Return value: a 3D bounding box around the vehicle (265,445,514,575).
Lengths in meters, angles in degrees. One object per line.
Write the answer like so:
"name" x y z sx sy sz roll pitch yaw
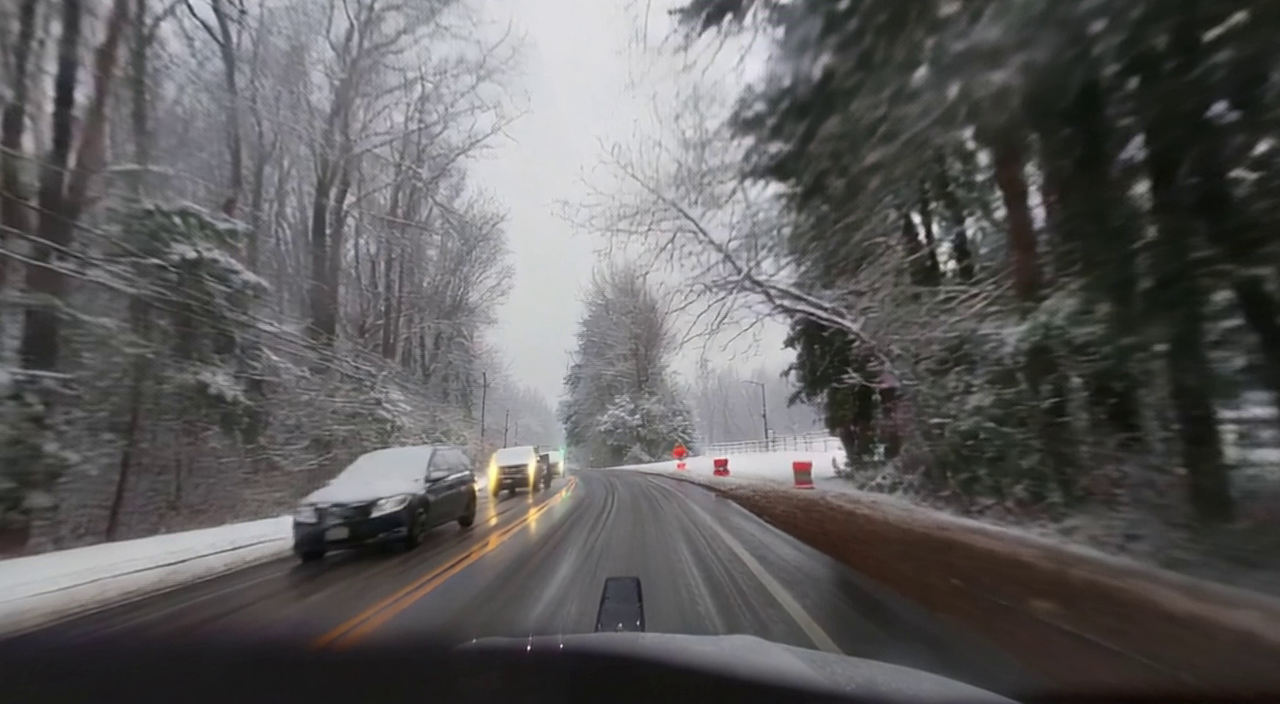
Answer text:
"vehicle" -3.295 2.129 9.379 2.032 1.444 4.164 0 -9 -1

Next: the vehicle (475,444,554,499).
"vehicle" -4.384 4.225 22.846 2.177 1.721 4.794 0 -9 -4
